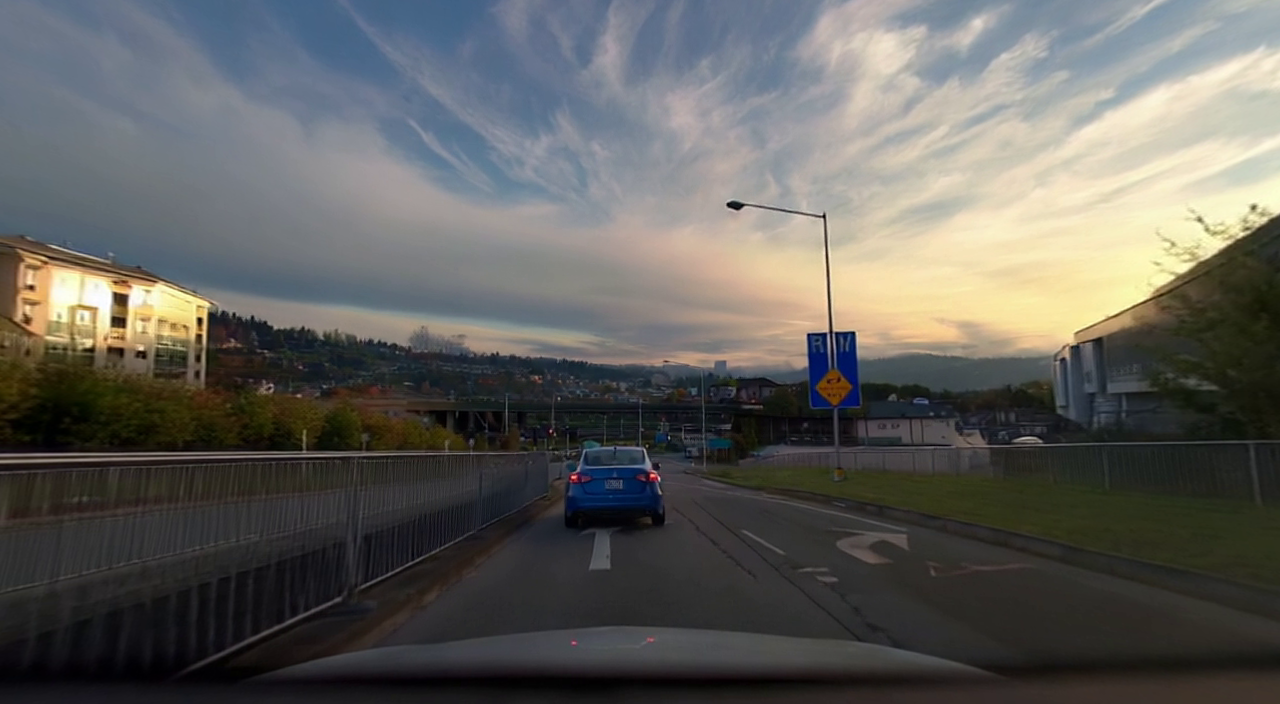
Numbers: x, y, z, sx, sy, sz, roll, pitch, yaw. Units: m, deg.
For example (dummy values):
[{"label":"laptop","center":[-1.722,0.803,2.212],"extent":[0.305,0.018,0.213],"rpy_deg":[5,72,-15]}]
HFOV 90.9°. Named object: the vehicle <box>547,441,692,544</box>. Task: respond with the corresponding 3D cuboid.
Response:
[{"label":"vehicle","center":[-0.329,2.318,11.025],"extent":[2.063,1.442,3.933],"rpy_deg":[0,-9,-1]}]
